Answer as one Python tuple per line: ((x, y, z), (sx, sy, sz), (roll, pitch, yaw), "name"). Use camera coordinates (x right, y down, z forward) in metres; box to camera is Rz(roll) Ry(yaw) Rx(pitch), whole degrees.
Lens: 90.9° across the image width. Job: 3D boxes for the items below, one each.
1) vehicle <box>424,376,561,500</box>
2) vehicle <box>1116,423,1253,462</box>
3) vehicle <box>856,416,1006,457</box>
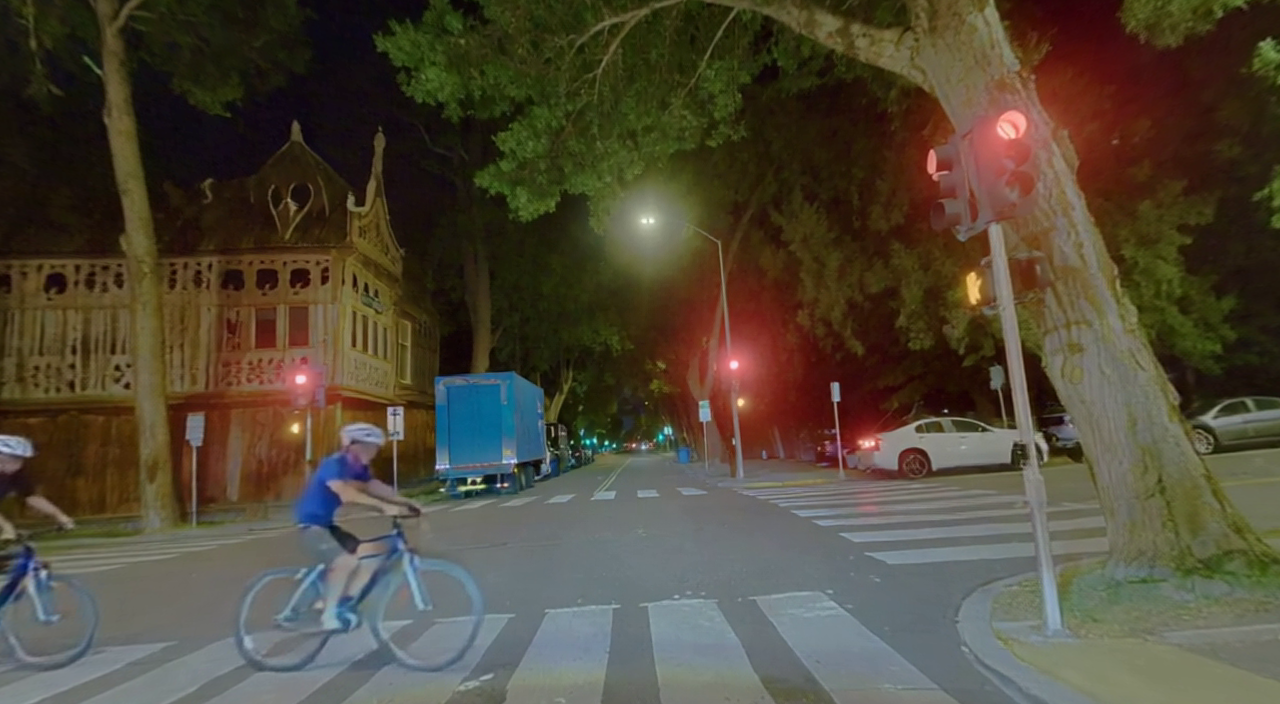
((-5.846, 3.734, 27.182), (3.113, 4.041, 10.284), (-6, -8, 0), "vehicle")
((24.954, 4.159, 29.018), (4.268, 1.695, 2.053), (0, -8, 3), "vehicle")
((10.688, 3.143, 23.428), (4.643, 1.456, 1.820), (-1, -8, 5), "vehicle")
